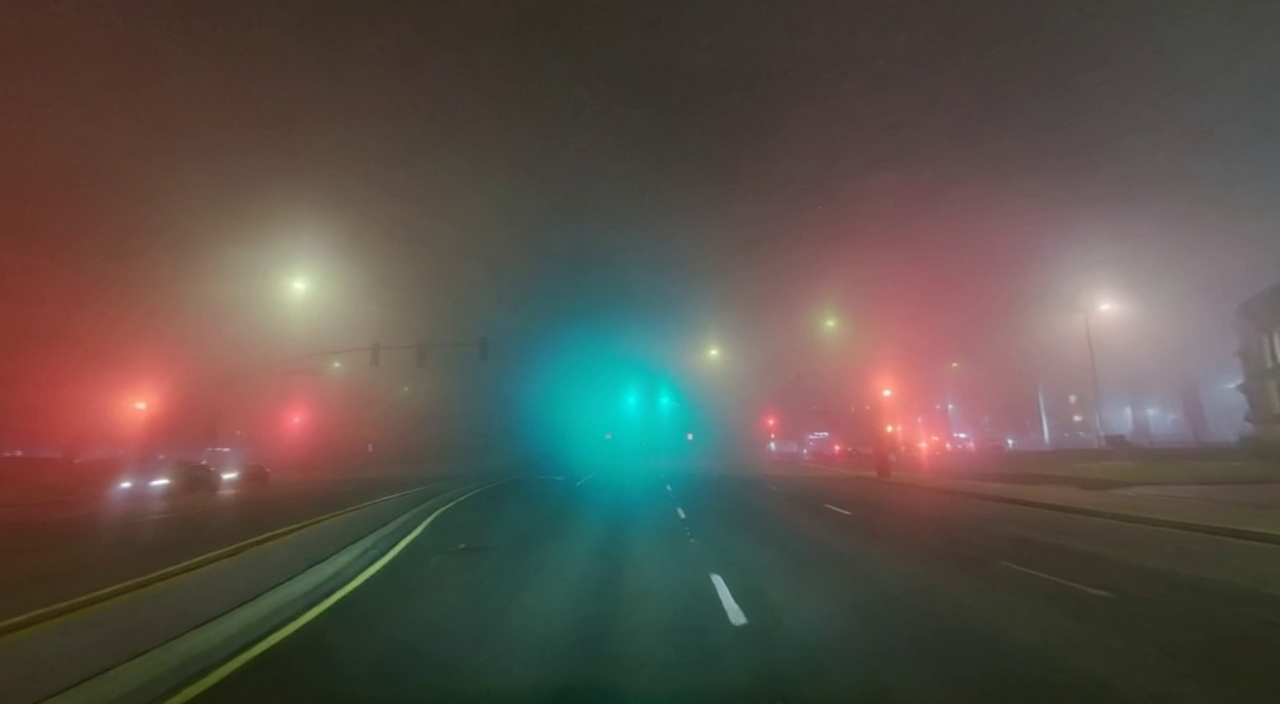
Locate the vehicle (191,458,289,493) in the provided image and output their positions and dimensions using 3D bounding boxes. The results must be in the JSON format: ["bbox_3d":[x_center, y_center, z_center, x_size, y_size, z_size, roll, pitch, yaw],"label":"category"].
[{"bbox_3d":[-19.750,6.082,31.469,1.911,1.458,4.547,-1,-8,0],"label":"vehicle"}]

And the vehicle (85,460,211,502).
[{"bbox_3d":[-19.926,5.201,25.822,1.713,1.499,4.040,-1,-9,3],"label":"vehicle"}]
